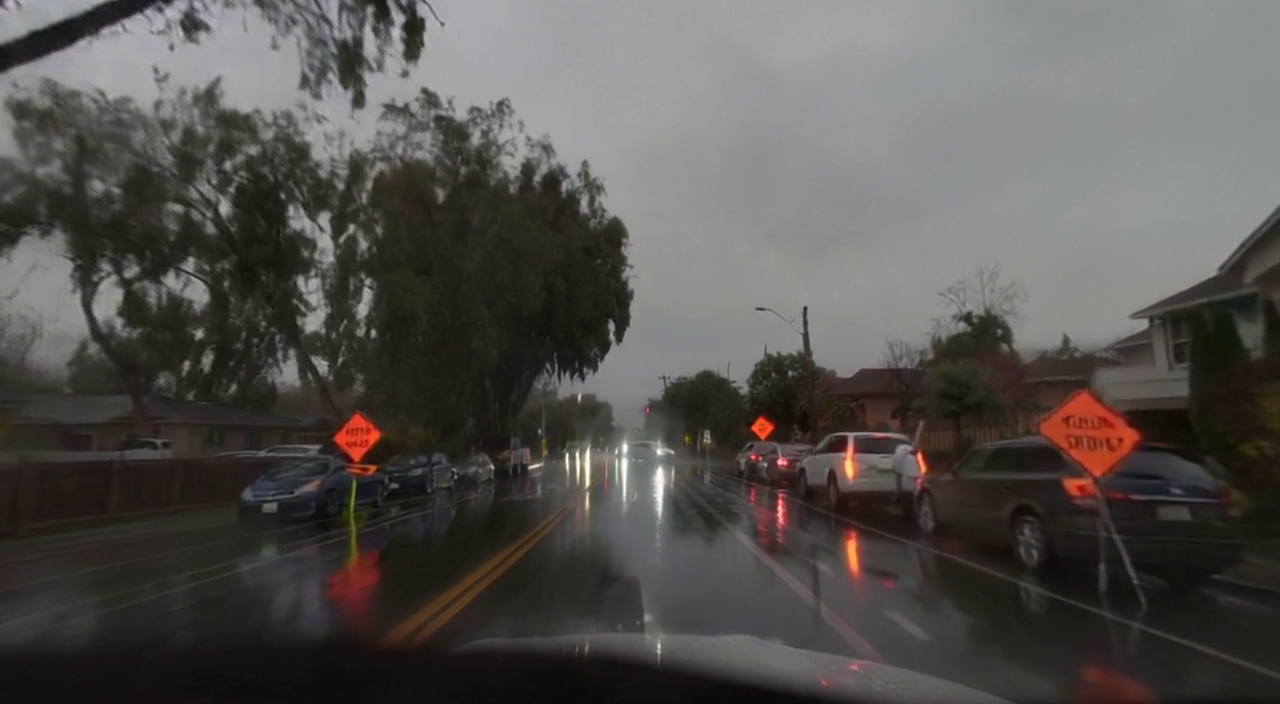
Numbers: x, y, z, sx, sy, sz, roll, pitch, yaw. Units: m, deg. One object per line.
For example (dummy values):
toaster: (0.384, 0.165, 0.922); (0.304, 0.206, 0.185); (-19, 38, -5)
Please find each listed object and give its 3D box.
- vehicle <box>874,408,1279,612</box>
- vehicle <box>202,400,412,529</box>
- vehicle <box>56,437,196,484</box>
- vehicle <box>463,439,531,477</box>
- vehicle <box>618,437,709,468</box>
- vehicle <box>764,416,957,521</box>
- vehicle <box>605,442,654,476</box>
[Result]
vehicle: (4.938, 1.699, 7.782); (2.225, 1.715, 4.755); (0, -9, 0)
vehicle: (-7.673, 2.642, 15.185); (2.526, 2.631, 4.228); (0, -9, 2)
vehicle: (-23.179, 4.882, 28.502); (4.491, 2.031, 2.045); (0, -8, 1)
vehicle: (-8.325, 6.213, 37.328); (2.659, 2.047, 6.014); (0, -9, 0)
vehicle: (1.452, 6.439, 40.367); (5.503, 1.853, 2.218); (-6, -11, 37)
vehicle: (4.739, 2.631, 14.826); (2.279, 1.946, 5.925); (0, -9, -1)
vehicle: (-0.418, 5.003, 29.706); (2.151, 1.481, 4.084); (0, -9, 1)
